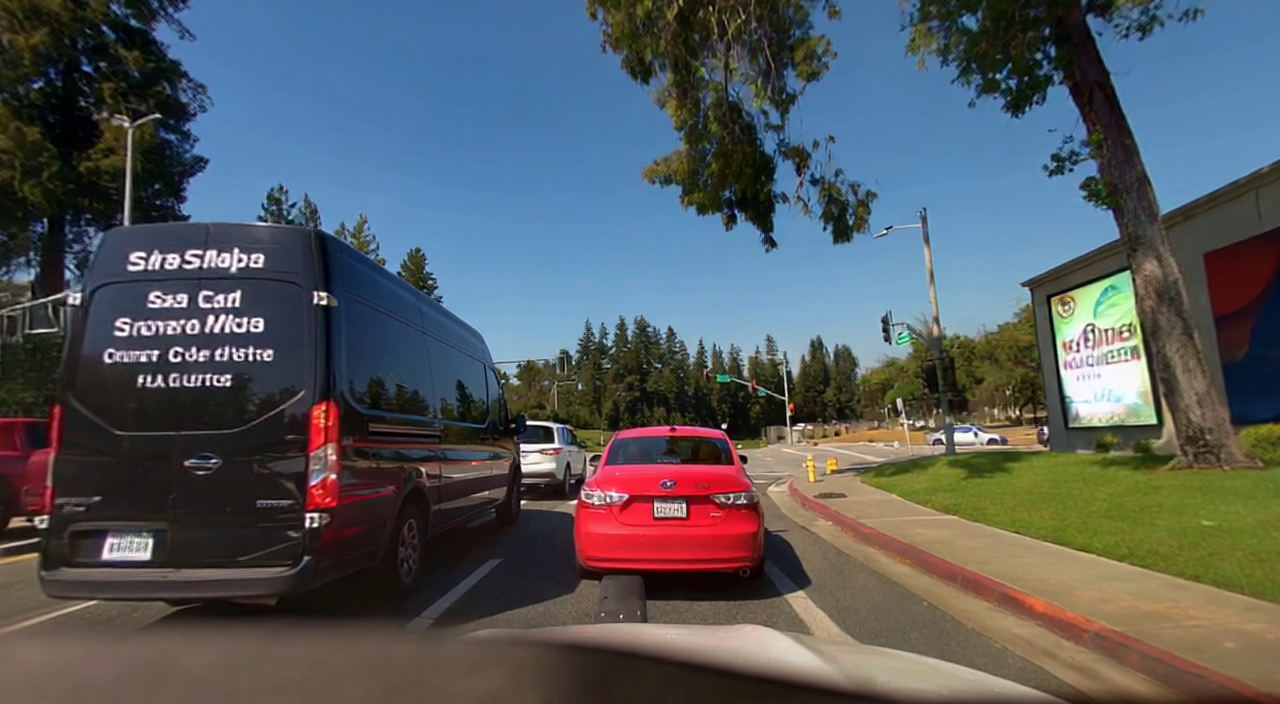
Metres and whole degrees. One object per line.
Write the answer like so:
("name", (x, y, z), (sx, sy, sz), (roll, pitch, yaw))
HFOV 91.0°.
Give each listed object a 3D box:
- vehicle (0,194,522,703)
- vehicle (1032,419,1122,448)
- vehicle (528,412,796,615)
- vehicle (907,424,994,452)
("vehicle", (-3.078, 0.953, 6.458), (2.555, 3.035, 5.702), (0, -8, 0))
("vehicle", (32.001, 6.023, 46.164), (5.084, 2.041, 2.360), (2, -9, -9))
("vehicle", (0.365, 1.757, 7.849), (2.398, 1.773, 4.254), (-1, -8, 5))
("vehicle", (21.930, 6.101, 44.518), (5.021, 1.848, 2.210), (1, -9, -9))
